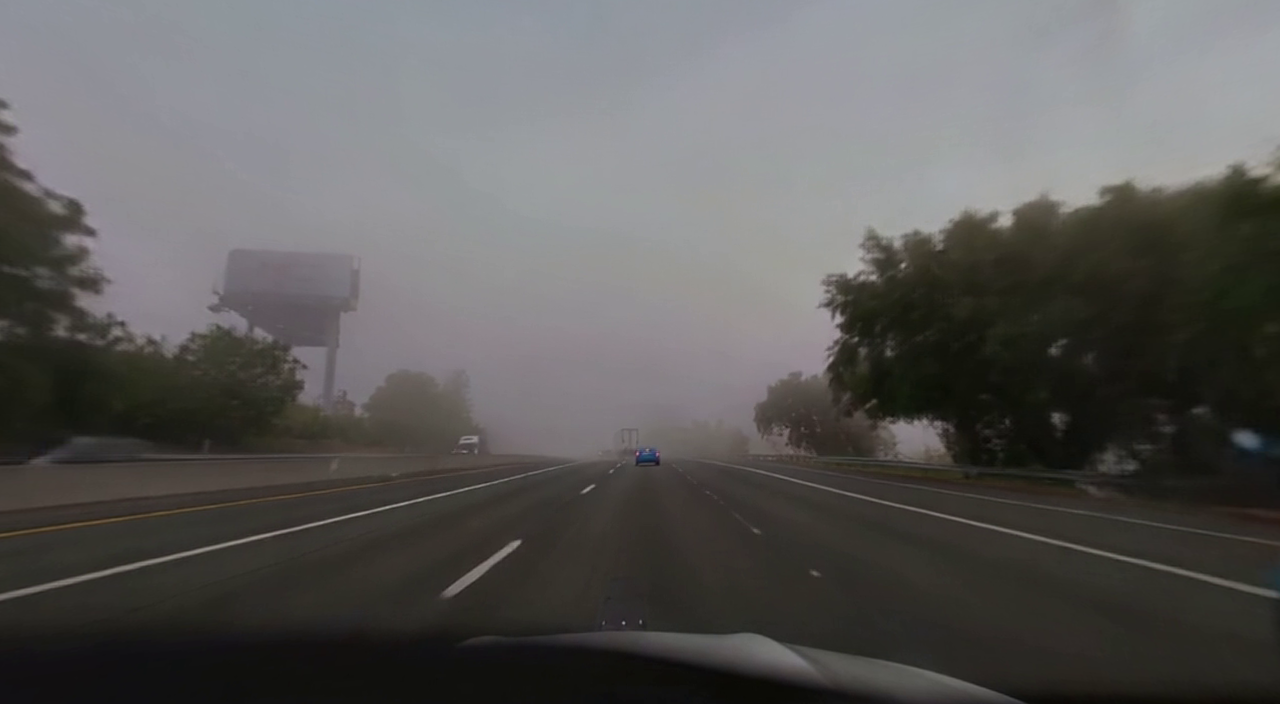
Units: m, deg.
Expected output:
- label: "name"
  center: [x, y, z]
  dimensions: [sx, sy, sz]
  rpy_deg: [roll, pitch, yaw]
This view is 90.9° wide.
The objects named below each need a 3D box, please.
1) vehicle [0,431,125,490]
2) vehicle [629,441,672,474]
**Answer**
- label: "vehicle"
  center: [-17.882, 3.115, 18.373]
  dimensions: [1.885, 1.542, 4.520]
  rpy_deg: [0, -8, 1]
- label: "vehicle"
  center: [0.451, 5.246, 31.641]
  dimensions: [2.042, 1.528, 4.300]
  rpy_deg: [0, -8, -1]
